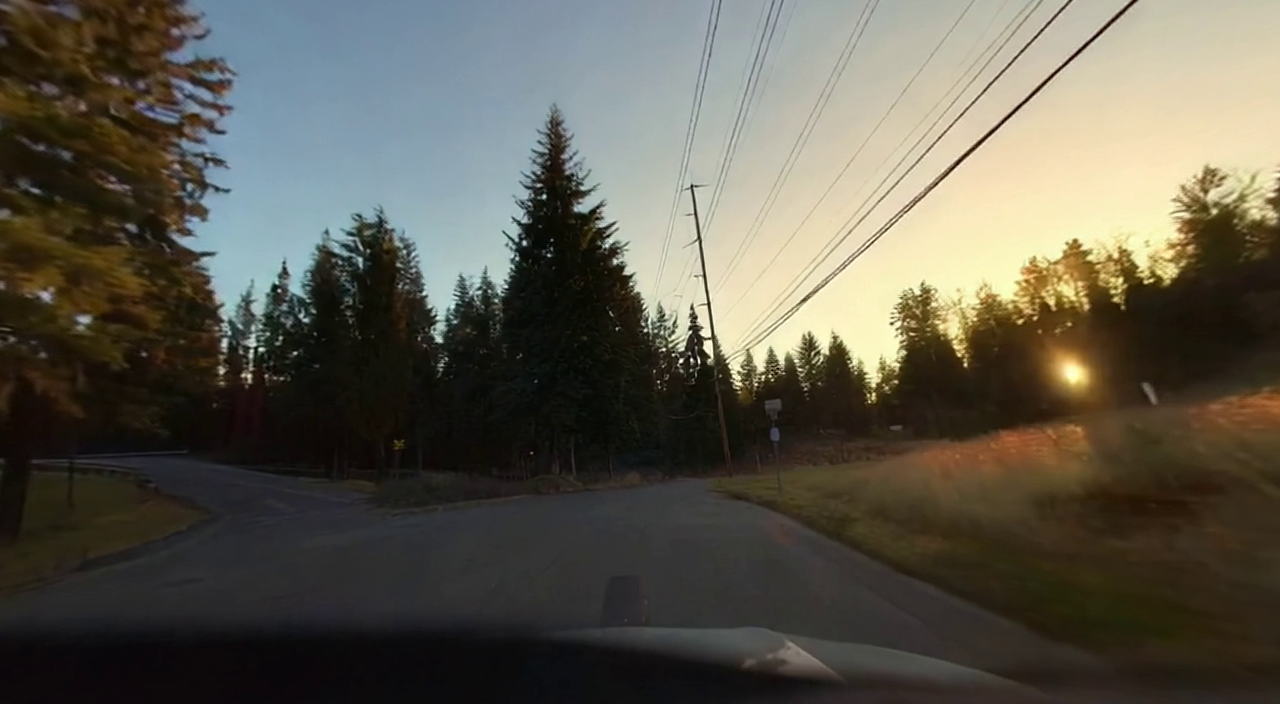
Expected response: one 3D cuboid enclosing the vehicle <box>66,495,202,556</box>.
[{"bbox_3d":[-17.621,5.950,21.945,4.043,1.673,1.970,-4,-10,25],"label":"vehicle"}]
